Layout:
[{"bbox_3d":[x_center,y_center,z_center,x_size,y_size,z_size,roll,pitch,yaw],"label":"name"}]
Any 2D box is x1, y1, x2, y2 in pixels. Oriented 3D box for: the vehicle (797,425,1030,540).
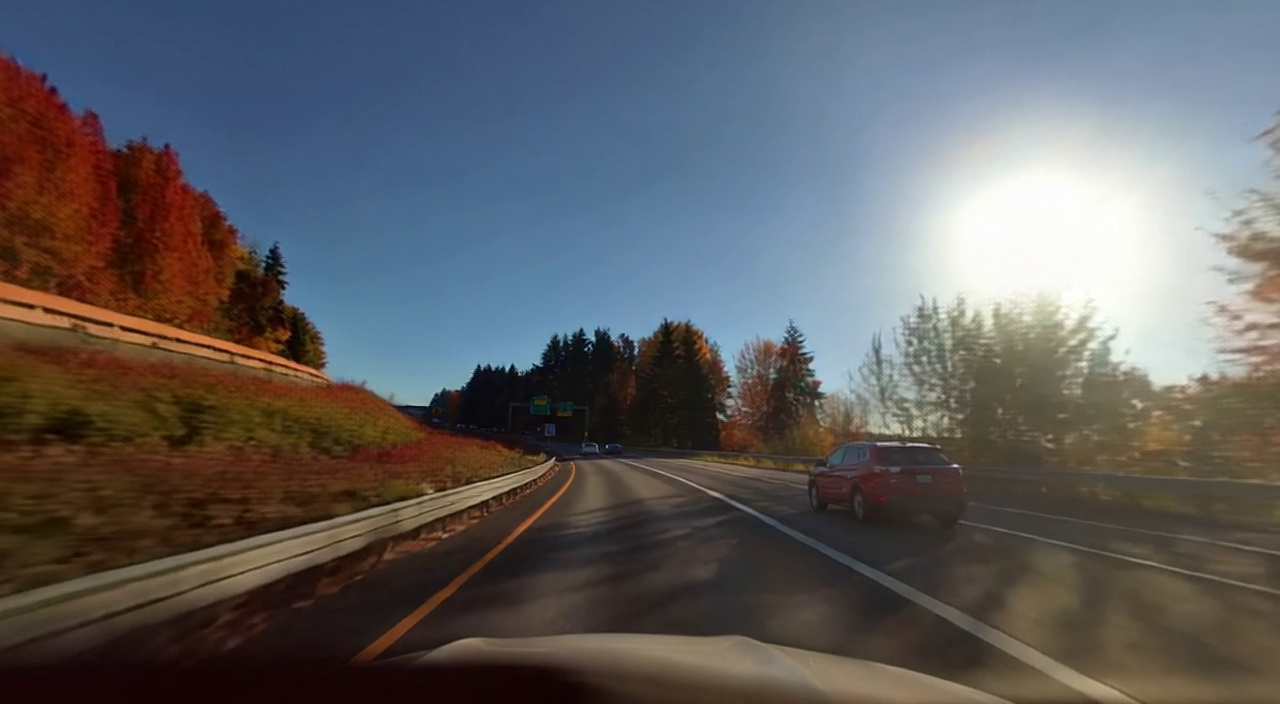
[{"bbox_3d":[4.291,2.114,10.695,1.952,1.536,4.036,0,-9,-3],"label":"vehicle"}]
